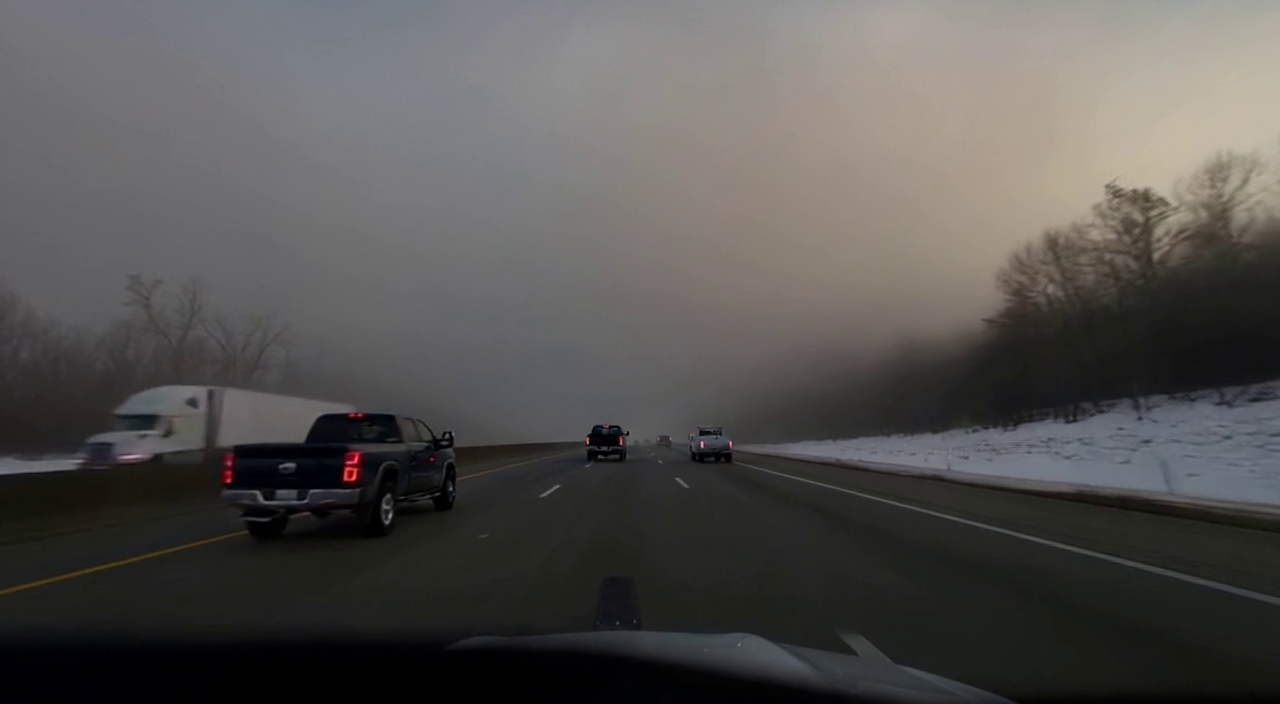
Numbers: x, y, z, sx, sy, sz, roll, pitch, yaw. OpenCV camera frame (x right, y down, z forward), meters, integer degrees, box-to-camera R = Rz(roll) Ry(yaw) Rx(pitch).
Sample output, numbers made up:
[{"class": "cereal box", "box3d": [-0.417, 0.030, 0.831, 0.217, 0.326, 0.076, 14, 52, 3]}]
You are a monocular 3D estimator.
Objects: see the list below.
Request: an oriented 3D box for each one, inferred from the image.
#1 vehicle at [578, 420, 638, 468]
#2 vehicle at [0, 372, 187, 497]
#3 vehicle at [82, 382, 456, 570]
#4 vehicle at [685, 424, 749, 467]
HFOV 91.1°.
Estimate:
[{"class": "vehicle", "box3d": [-1.194, 3.695, 25.468, 2.185, 1.772, 4.656, 0, -8, 0]}, {"class": "vehicle", "box3d": [-19.685, 2.926, 22.453, 2.935, 3.893, 5.232, 1, -8, -1]}, {"class": "vehicle", "box3d": [-3.974, 1.404, 7.899, 1.997, 1.663, 4.451, 0, -8, 0]}, {"class": "vehicle", "box3d": [3.284, 4.071, 27.602, 2.124, 1.696, 4.173, 0, -8, -2]}]
